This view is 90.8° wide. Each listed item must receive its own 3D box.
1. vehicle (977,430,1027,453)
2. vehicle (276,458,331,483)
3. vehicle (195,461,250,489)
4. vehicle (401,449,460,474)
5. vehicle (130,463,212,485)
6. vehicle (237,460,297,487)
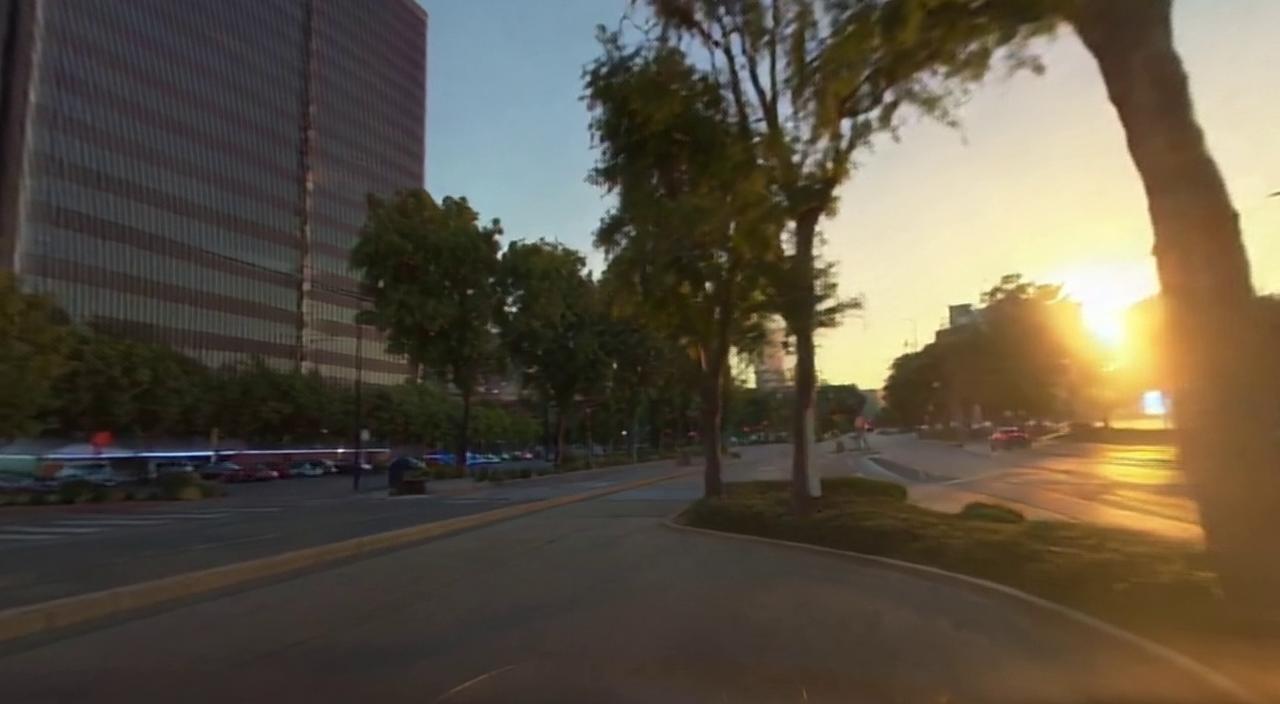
[{"bbox_3d":[27.116,6.735,47.455,2.100,1.638,4.545,-3,-9,15],"label":"vehicle"},{"bbox_3d":[-23.631,8.258,44.324,4.416,1.541,2.102,-9,-12,44],"label":"vehicle"},{"bbox_3d":[-25.558,7.460,38.585,2.130,1.458,4.157,7,-11,-40],"label":"vehicle"},{"bbox_3d":[-16.093,8.325,48.300,2.112,1.719,5.483,8,-12,-43],"label":"vehicle"},{"bbox_3d":[-33.441,8.692,45.141,4.317,1.418,1.734,1,-9,-9],"label":"vehicle"},{"bbox_3d":[-23.969,7.726,40.468,2.121,1.541,5.124,8,-12,-42],"label":"vehicle"}]
